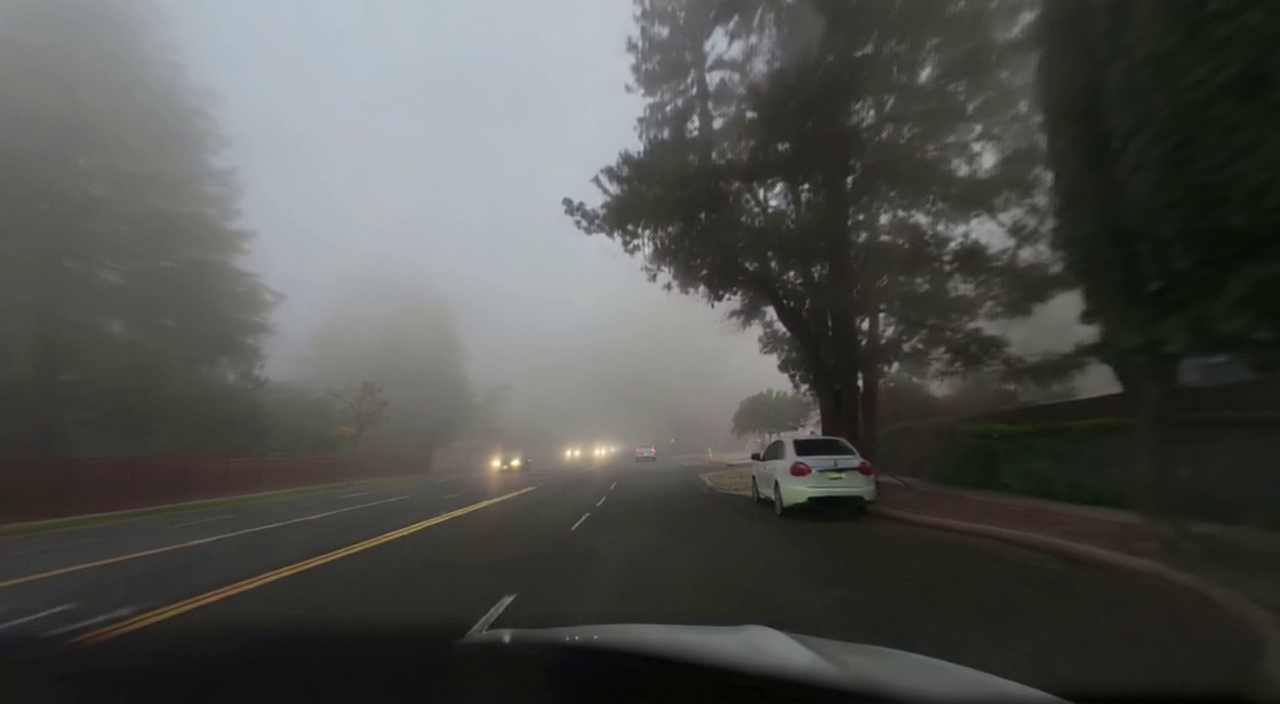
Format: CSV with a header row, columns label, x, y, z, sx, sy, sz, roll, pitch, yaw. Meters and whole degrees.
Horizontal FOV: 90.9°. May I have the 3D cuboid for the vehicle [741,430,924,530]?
label,x,y,z,sx,sy,sz,roll,pitch,yaw
vehicle,3.333,2.329,12.083,2.011,1.507,4.769,0,-9,0

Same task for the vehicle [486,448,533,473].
label,x,y,z,sx,sy,sz,roll,pitch,yaw
vehicle,-8.478,7.083,41.267,2.001,1.508,4.581,-1,-9,1
